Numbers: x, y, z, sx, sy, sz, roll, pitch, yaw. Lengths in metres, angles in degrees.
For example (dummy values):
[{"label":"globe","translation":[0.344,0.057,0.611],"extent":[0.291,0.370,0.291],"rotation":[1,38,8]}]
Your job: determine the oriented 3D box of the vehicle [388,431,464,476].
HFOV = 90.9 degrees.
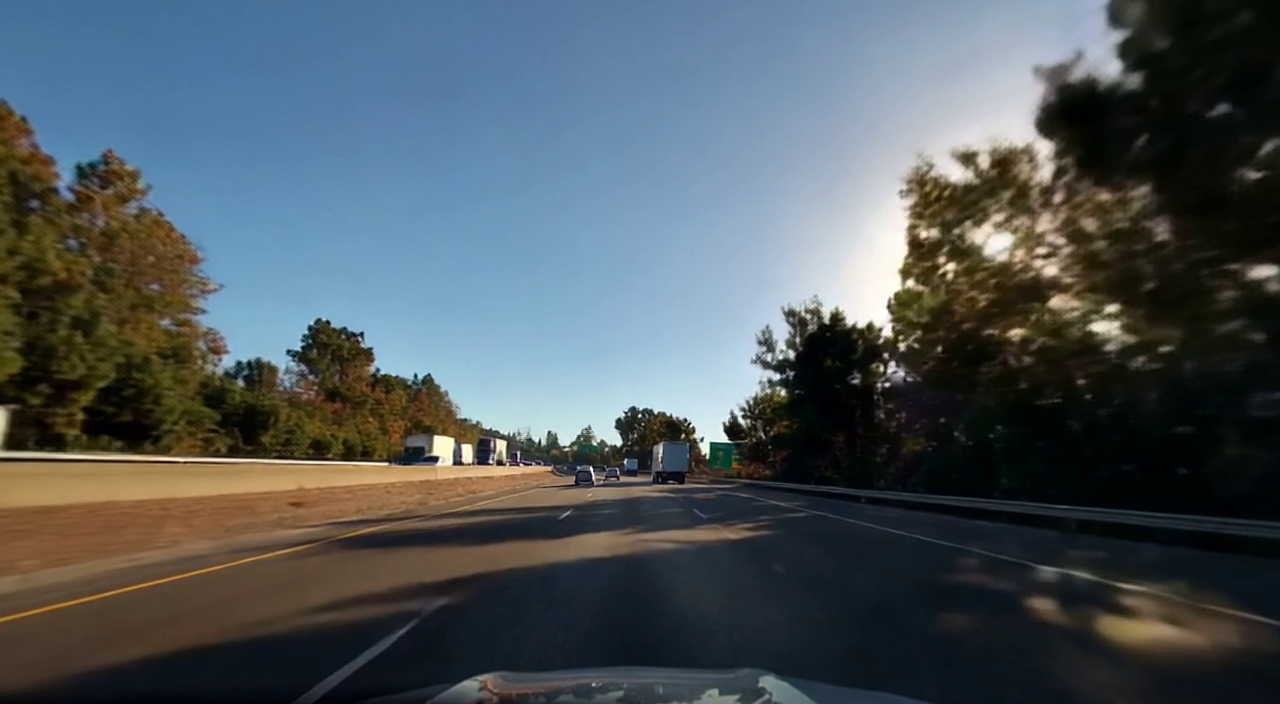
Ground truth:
[{"label":"vehicle","translation":[-12.345,6.044,36.919],"extent":[2.336,2.353,6.170],"rotation":[1,-11,-1]}]
